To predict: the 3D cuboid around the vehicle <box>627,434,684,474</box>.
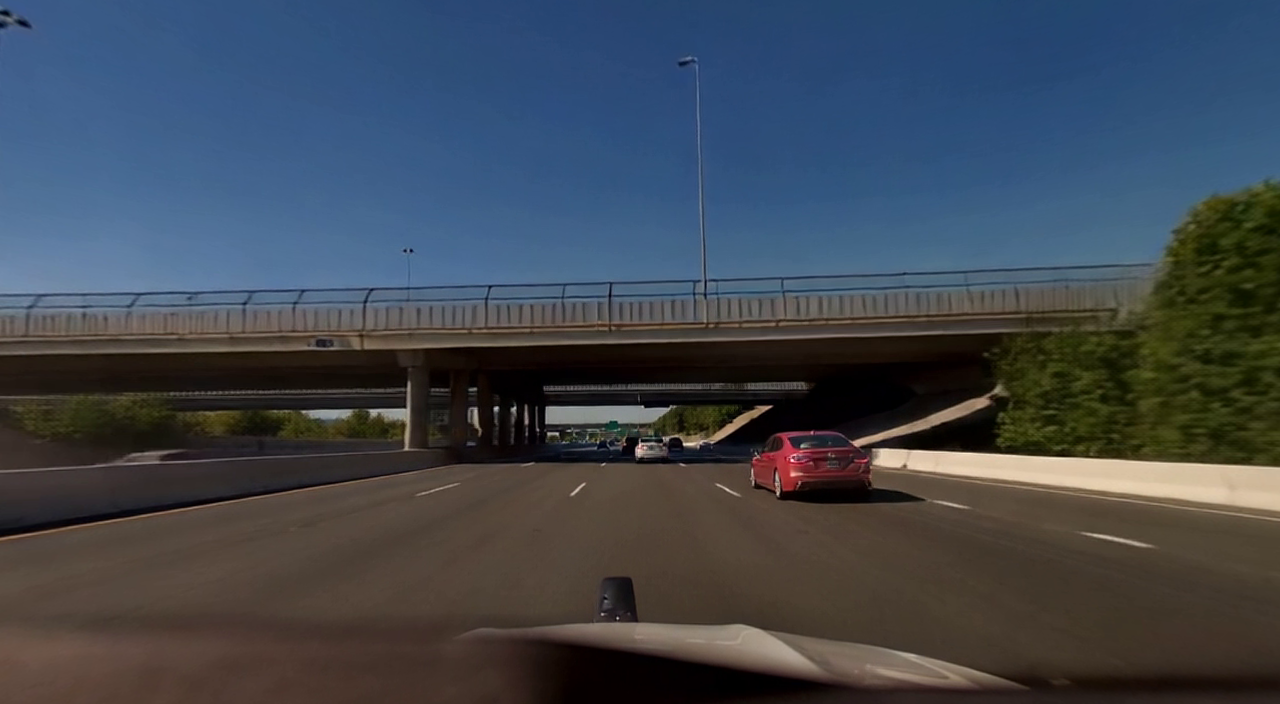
[{"bbox_3d":[0.532,3.987,24.886,2.046,1.467,3.844,0,-8,-1],"label":"vehicle"}]
